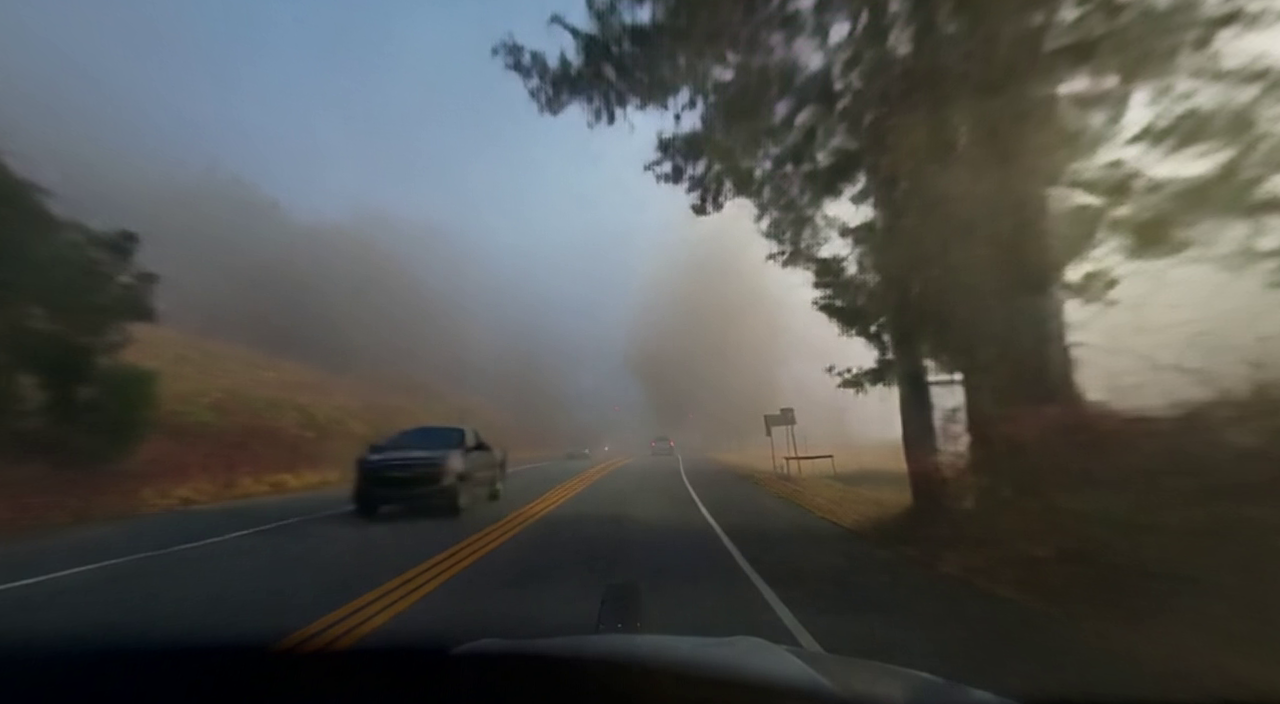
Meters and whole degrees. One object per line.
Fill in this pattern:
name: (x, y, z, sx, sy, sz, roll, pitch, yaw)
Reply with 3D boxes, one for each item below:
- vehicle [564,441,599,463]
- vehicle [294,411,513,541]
vehicle: (-4.161, 7.197, 45.670, 2.002, 1.455, 4.450, -1, -8, 2)
vehicle: (-3.790, 2.076, 11.258, 2.097, 1.791, 4.663, -1, -8, 0)
